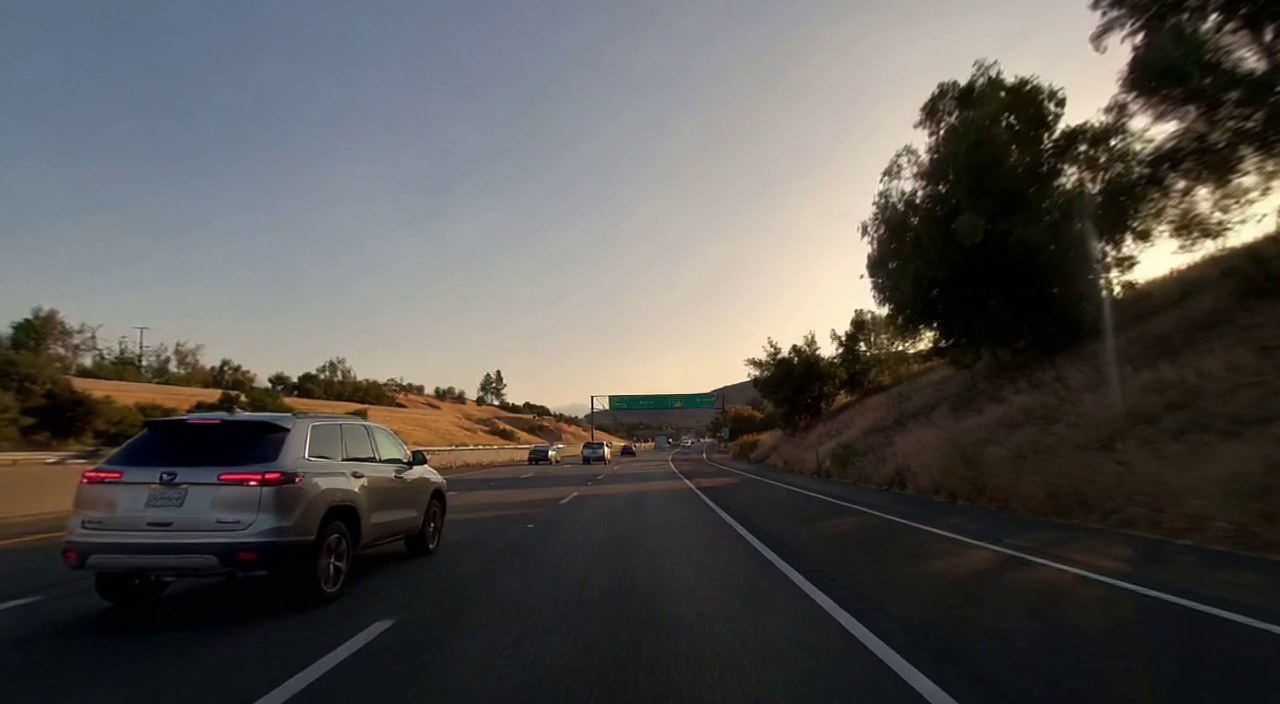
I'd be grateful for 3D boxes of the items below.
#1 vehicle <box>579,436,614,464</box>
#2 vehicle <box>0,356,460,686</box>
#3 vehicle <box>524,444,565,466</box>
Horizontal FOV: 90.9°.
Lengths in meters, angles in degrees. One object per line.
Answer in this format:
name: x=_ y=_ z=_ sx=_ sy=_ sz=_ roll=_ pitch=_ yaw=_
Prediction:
vehicle: x=-3.290 y=7.682 z=49.255 sx=2.181 sy=2.047 sz=5.088 roll=0 pitch=-9 yaw=2
vehicle: x=-3.609 y=1.310 z=6.036 sx=2.218 sy=1.848 sz=4.789 roll=0 pitch=-9 yaw=2
vehicle: x=-6.889 y=7.496 z=46.145 sx=2.145 sy=1.512 sz=4.404 roll=0 pitch=-9 yaw=2
